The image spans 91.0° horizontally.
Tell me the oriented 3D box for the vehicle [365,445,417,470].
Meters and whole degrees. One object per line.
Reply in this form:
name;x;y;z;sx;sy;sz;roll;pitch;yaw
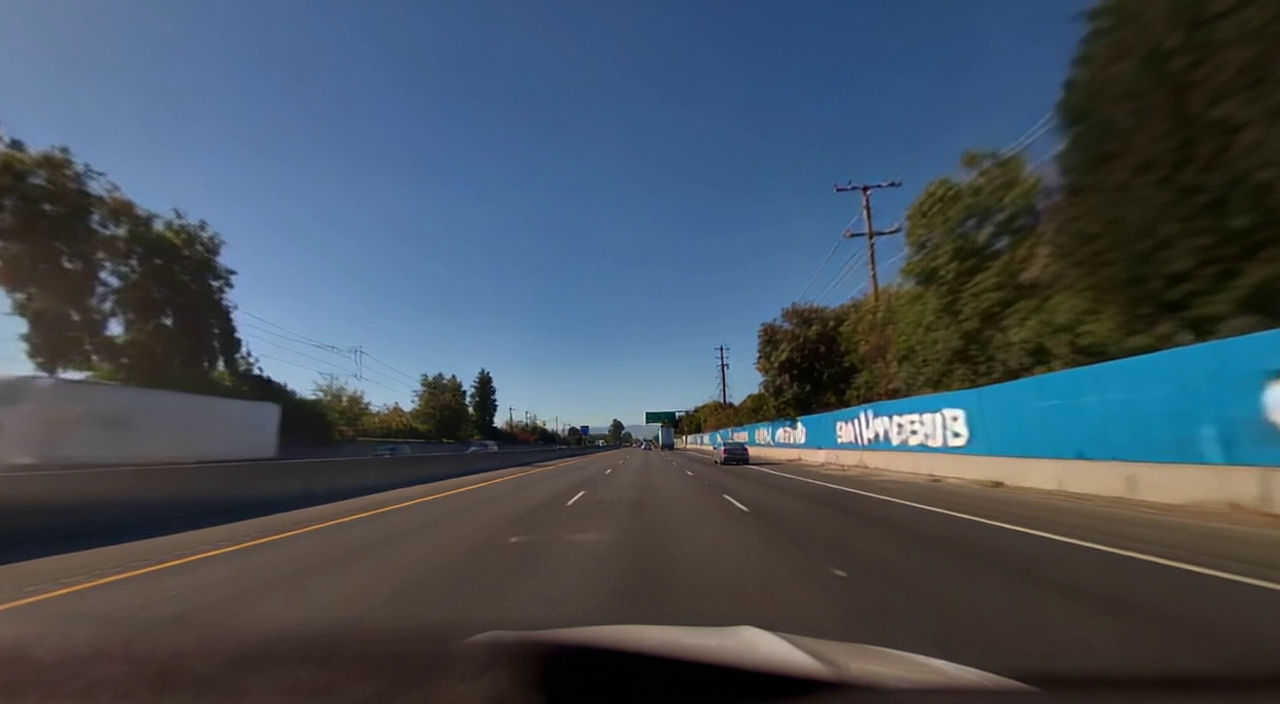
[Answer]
vehicle;-18.841;7.949;47.752;2.011;1.816;4.516;0;-8;1

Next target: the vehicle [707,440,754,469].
vehicle;4.952;5.637;34.872;1.991;1.494;3.951;0;-8;0

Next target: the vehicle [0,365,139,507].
vehicle;-19.112;2.547;18.848;2.965;3.866;6.042;0;-8;0
